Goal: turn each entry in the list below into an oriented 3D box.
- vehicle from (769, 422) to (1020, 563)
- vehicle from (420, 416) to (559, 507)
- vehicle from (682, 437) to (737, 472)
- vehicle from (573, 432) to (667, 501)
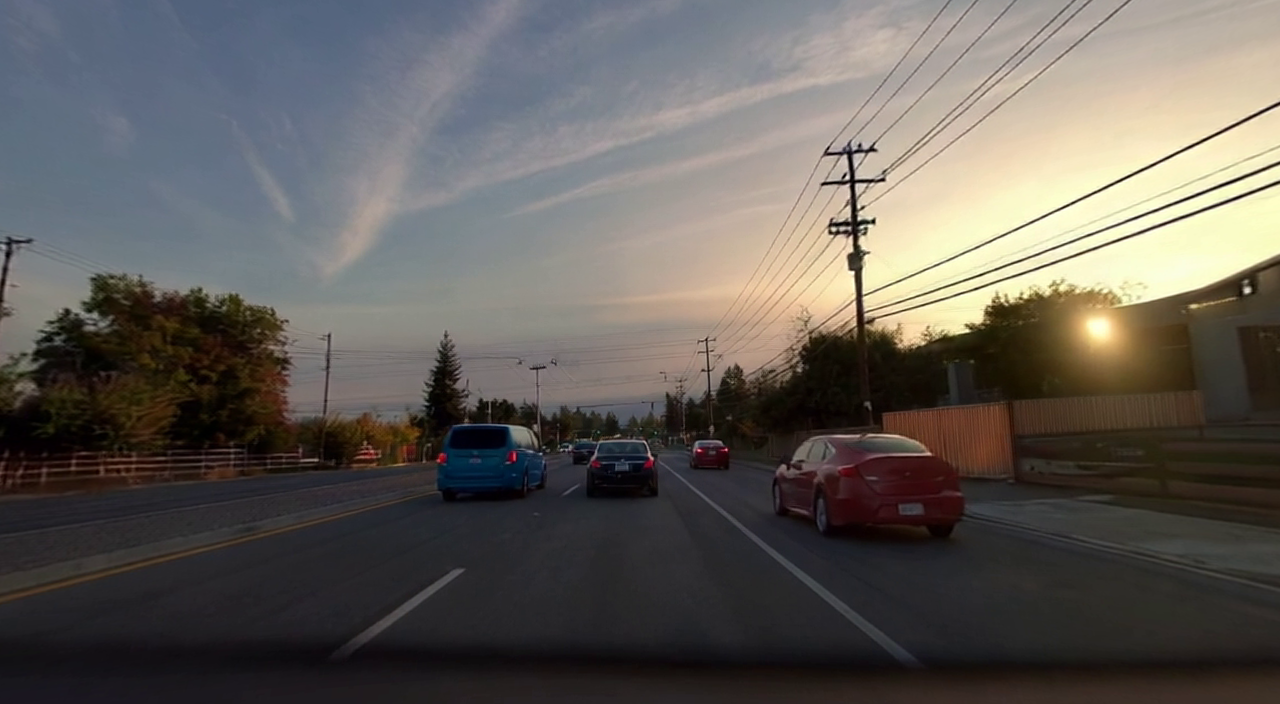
[{"bbox_3d":[3.175,1.811,8.822,1.880,1.521,3.724,0,-8,-1],"label":"vehicle"},{"bbox_3d":[-3.368,2.570,15.234,2.092,1.839,4.736,0,-8,1],"label":"vehicle"},{"bbox_3d":[3.105,4.688,29.044,1.878,1.479,4.461,0,-8,-2],"label":"vehicle"},{"bbox_3d":[-0.438,2.833,16.000,2.097,1.511,3.809,0,-8,0],"label":"vehicle"}]
